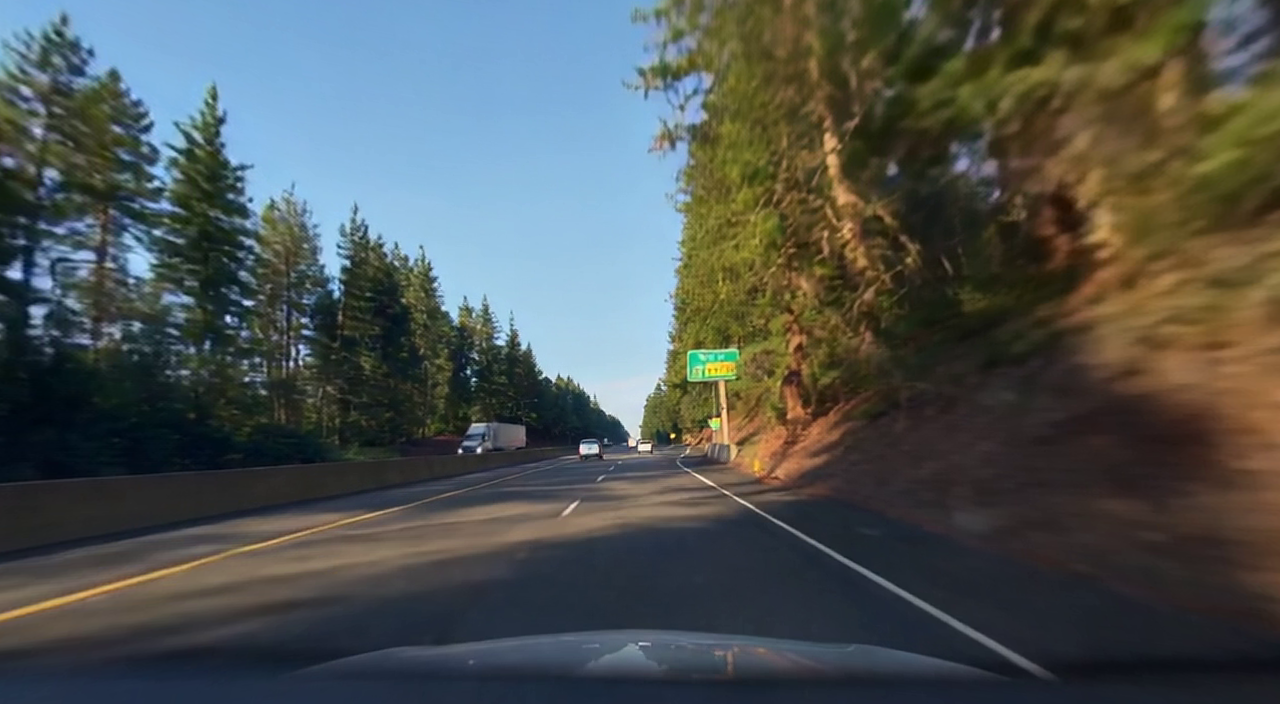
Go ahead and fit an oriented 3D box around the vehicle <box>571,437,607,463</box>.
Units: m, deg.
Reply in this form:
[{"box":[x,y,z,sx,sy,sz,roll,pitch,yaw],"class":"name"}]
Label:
[{"box":[-3.563,6.968,44.830,2.129,1.742,4.217,0,-8,1],"class":"vehicle"}]
